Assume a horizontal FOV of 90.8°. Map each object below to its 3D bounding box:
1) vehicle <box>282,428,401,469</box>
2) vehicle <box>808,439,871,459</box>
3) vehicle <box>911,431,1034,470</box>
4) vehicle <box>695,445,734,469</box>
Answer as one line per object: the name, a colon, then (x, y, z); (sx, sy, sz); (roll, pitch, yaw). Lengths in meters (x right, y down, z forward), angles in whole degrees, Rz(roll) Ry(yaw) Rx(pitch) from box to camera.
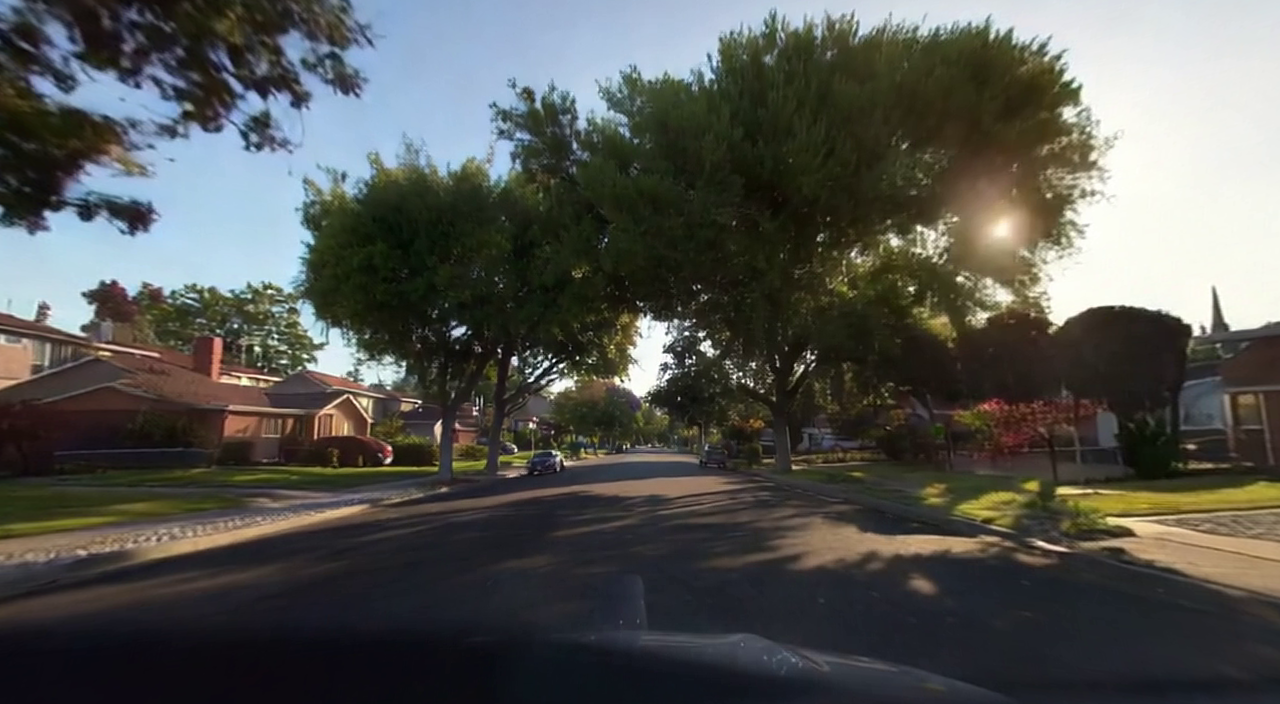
vehicle: (-15.231, 4.979, 32.380); (5.003, 1.805, 2.041); (10, -12, -37)
vehicle: (15.102, 7.329, 47.814); (4.517, 1.482, 1.994); (5, -10, -30)
vehicle: (14.372, 4.224, 27.430); (4.391, 1.555, 1.953); (1, -7, -11)
vehicle: (4.723, 6.695, 40.562); (1.893, 1.454, 4.219); (0, -8, -1)
